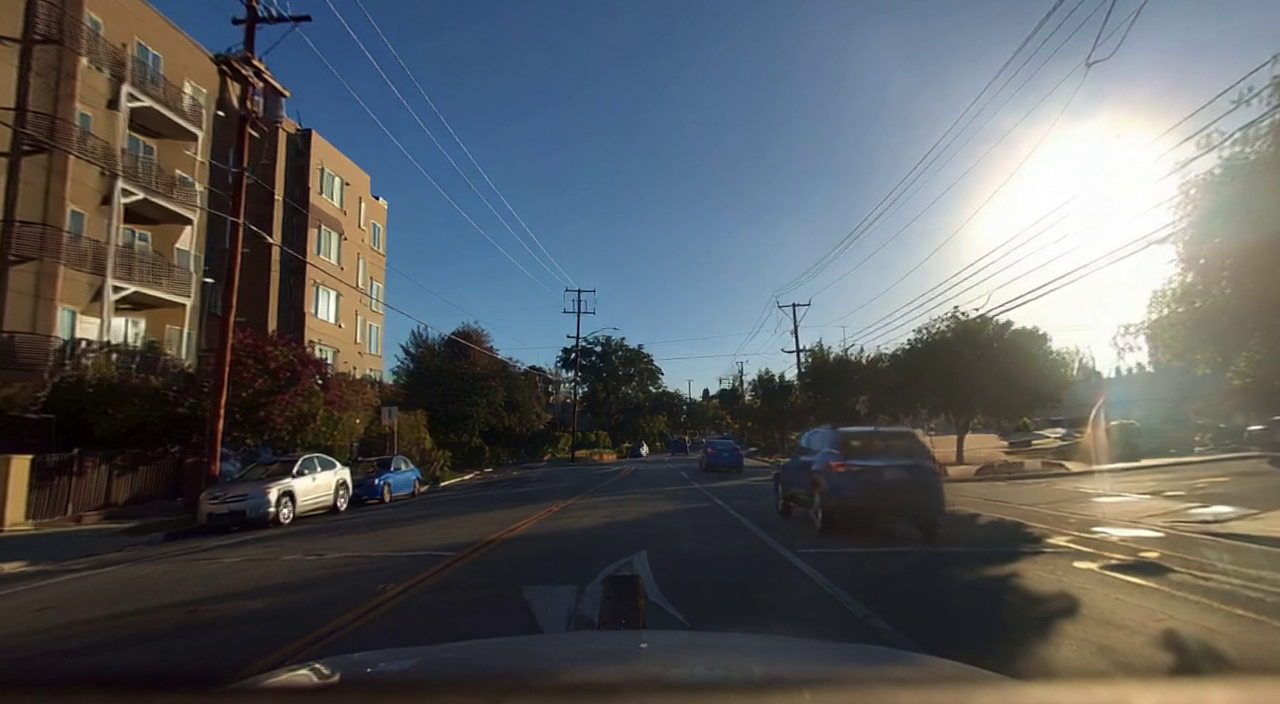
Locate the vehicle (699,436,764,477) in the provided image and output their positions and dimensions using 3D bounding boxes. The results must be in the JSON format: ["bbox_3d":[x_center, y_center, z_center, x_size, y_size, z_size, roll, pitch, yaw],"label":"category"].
[{"bbox_3d":[3.716,4.332,26.291,2.028,1.552,4.370,0,-8,-1],"label":"vehicle"}]

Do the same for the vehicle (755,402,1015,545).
[{"bbox_3d":[3.653,1.943,10.705,2.368,1.840,4.896,0,-8,-1],"label":"vehicle"}]

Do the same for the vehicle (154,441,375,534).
[{"bbox_3d":[-8.509,3.064,14.949,2.381,1.825,4.652,0,-8,0],"label":"vehicle"}]
